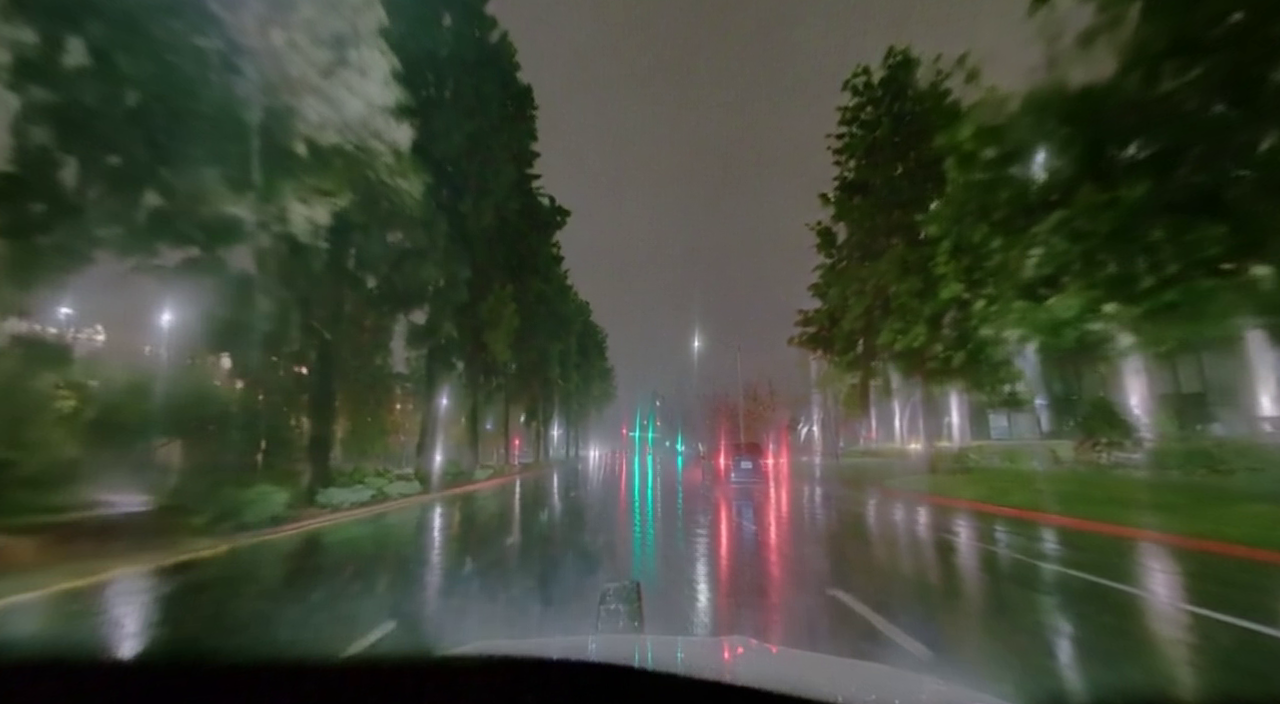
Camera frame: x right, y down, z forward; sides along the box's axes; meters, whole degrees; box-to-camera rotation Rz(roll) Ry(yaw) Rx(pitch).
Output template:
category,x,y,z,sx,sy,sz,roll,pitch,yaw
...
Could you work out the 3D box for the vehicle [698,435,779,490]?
category,x,y,z,sx,sy,sz,roll,pitch,yaw
vehicle,3.408,3.925,22.731,2.083,1.743,4.354,0,-9,-2
